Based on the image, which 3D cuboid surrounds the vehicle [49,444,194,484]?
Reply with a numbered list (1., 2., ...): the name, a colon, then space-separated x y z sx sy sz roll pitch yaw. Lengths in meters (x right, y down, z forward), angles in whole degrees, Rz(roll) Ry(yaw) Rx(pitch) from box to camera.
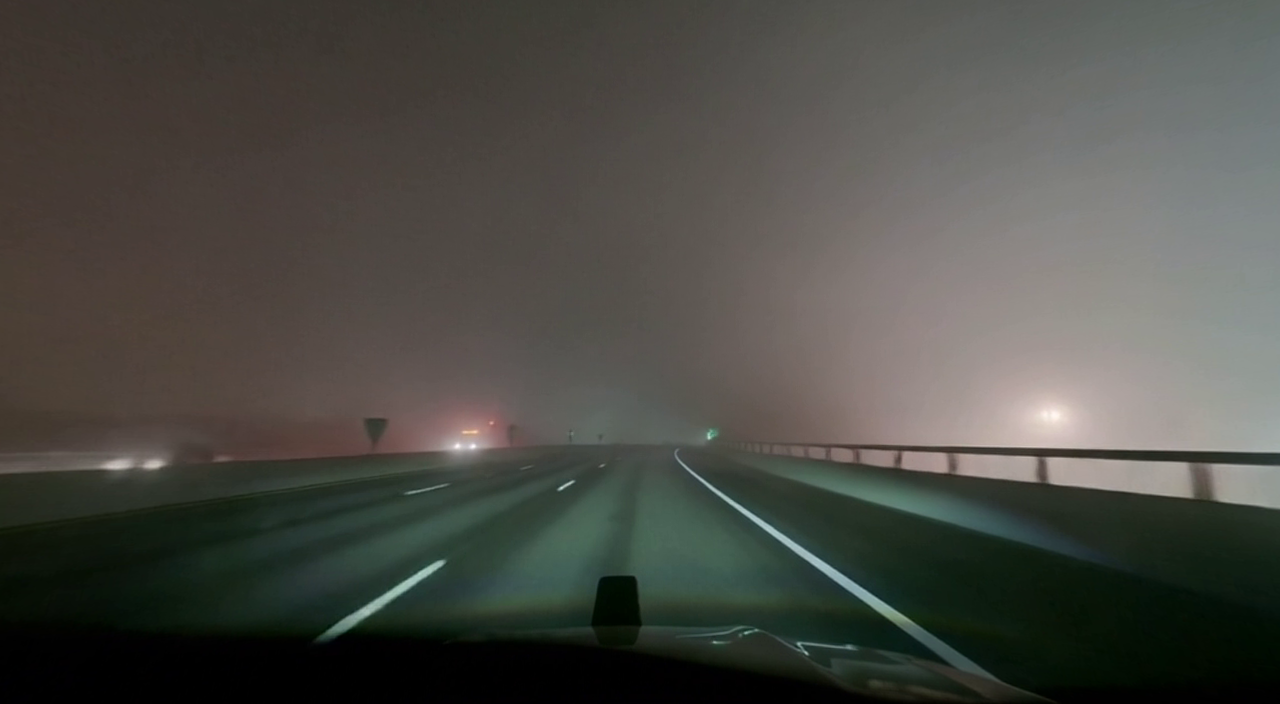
1. vehicle: -21.695 4.663 26.682 1.944 1.514 4.841 0 -8 2
